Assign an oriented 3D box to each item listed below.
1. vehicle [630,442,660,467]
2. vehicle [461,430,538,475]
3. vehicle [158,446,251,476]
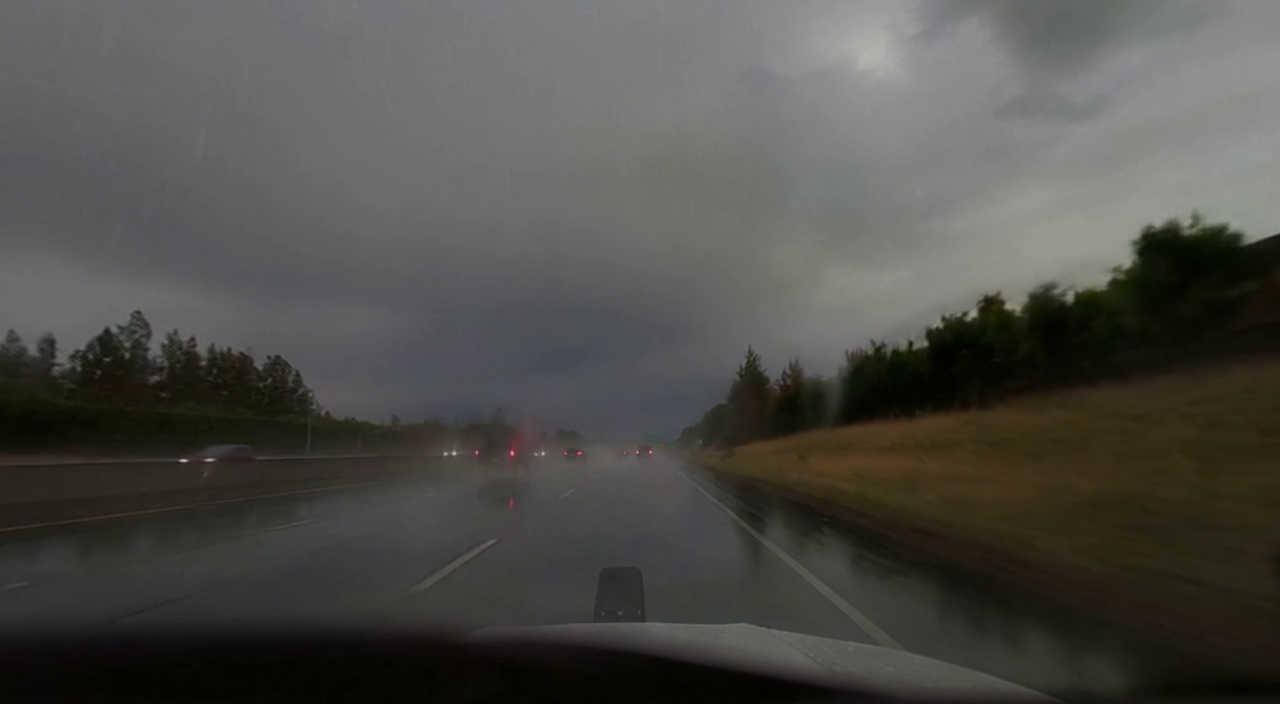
[{"bbox_3d":[0.364,7.691,47.367,2.141,1.706,4.065,0,-9,0],"label":"vehicle"},{"bbox_3d":[-6.686,4.883,30.852,2.438,1.967,5.596,0,-9,0],"label":"vehicle"},{"bbox_3d":[-24.962,6.234,36.364,1.866,1.557,4.805,0,-9,1],"label":"vehicle"}]
